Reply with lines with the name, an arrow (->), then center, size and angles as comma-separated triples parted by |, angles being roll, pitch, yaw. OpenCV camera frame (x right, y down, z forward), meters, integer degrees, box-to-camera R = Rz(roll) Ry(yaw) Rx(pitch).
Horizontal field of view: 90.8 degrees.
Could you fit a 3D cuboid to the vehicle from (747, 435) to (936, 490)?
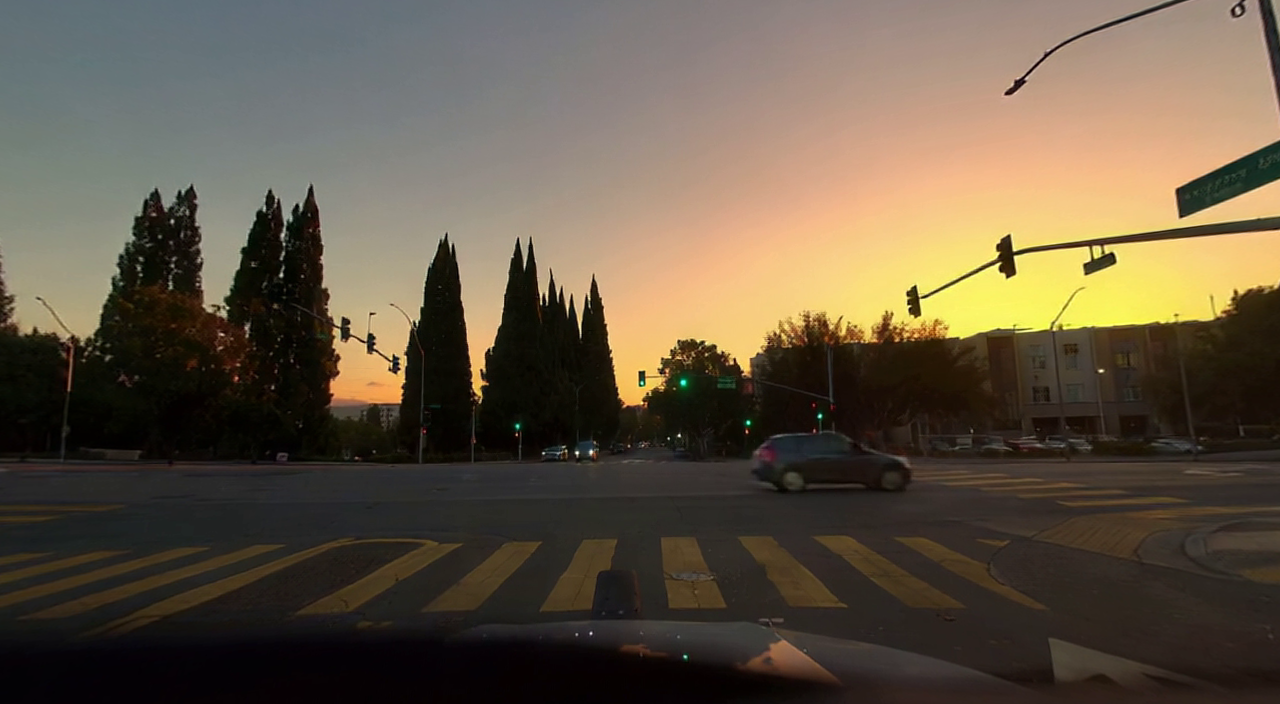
vehicle -> 5.757, 3.216, 18.583 | 4.838, 1.468, 2.052 | 0, -9, 1
